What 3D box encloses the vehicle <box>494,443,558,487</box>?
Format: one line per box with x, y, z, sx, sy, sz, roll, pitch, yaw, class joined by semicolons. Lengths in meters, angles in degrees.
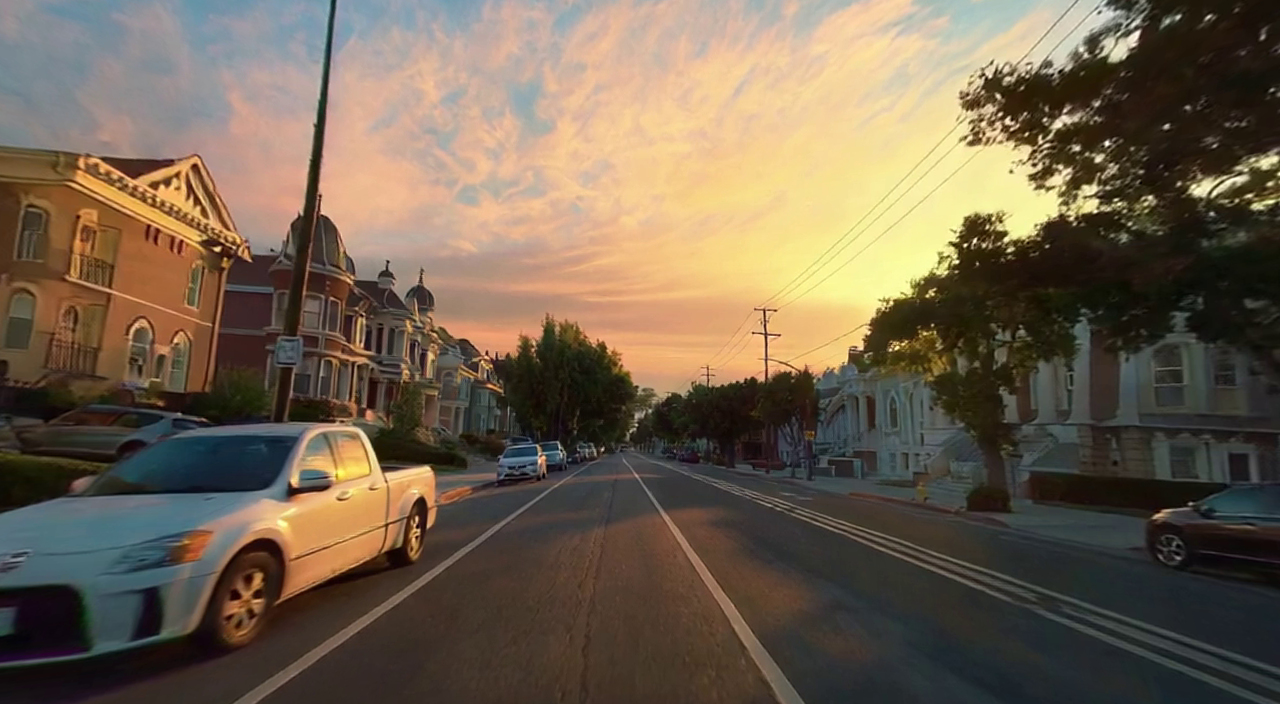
-4.377;4.405;24.945;1.825;1.542;4.715;1;-8;-2;vehicle

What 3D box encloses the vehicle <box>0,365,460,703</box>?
-3.594;1.414;6.059;2.127;1.901;5.510;0;-8;0;vehicle

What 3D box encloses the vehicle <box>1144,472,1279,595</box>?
9.445;2.549;8.286;1.921;1.523;4.426;8;-9;-4;vehicle
